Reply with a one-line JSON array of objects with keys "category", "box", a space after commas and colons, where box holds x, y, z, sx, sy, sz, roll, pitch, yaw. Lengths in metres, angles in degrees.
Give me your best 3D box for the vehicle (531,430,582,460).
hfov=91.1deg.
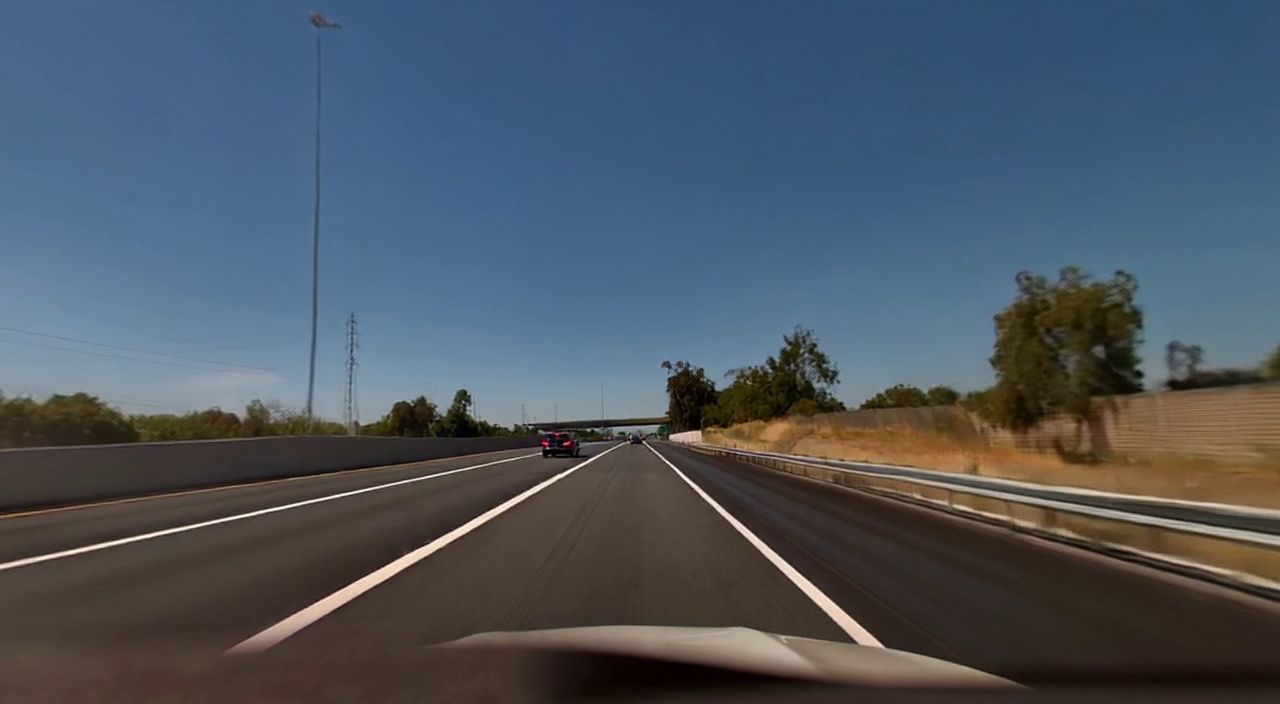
[{"category": "vehicle", "box": [-4.546, 5.134, 34.884, 2.149, 1.532, 4.905, 0, -8, 0]}]
